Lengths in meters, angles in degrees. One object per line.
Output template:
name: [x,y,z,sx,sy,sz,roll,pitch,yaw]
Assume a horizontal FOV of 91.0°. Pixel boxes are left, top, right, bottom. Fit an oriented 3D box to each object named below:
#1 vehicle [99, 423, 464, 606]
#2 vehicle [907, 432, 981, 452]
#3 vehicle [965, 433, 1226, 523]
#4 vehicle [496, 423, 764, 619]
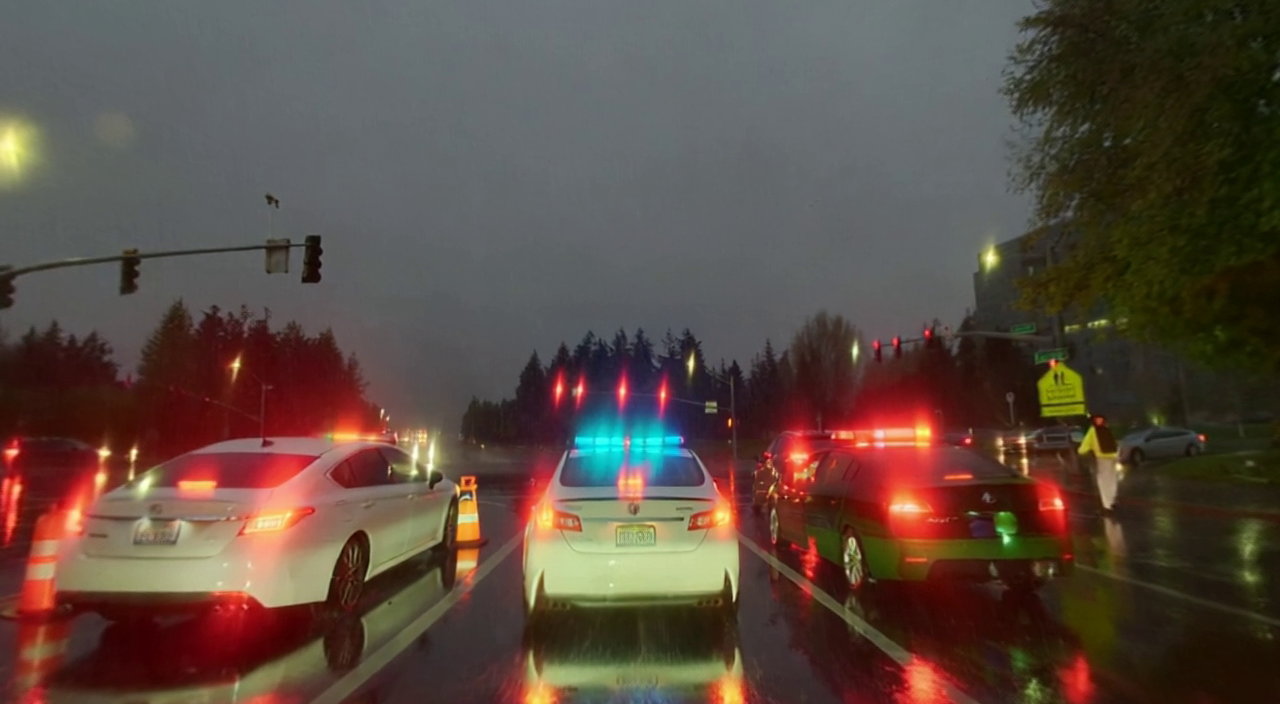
vehicle: [-3.607,1.680,7.387,1.863,1.526,4.006,0,-8,1]
vehicle: [24.039,7.132,49.852,4.827,1.484,1.883,0,-9,1]
vehicle: [9.359,2.586,13.595,1.957,1.576,4.670,0,-9,-3]
vehicle: [-0.123,1.631,7.102,2.061,1.486,4.332,0,-8,-1]
